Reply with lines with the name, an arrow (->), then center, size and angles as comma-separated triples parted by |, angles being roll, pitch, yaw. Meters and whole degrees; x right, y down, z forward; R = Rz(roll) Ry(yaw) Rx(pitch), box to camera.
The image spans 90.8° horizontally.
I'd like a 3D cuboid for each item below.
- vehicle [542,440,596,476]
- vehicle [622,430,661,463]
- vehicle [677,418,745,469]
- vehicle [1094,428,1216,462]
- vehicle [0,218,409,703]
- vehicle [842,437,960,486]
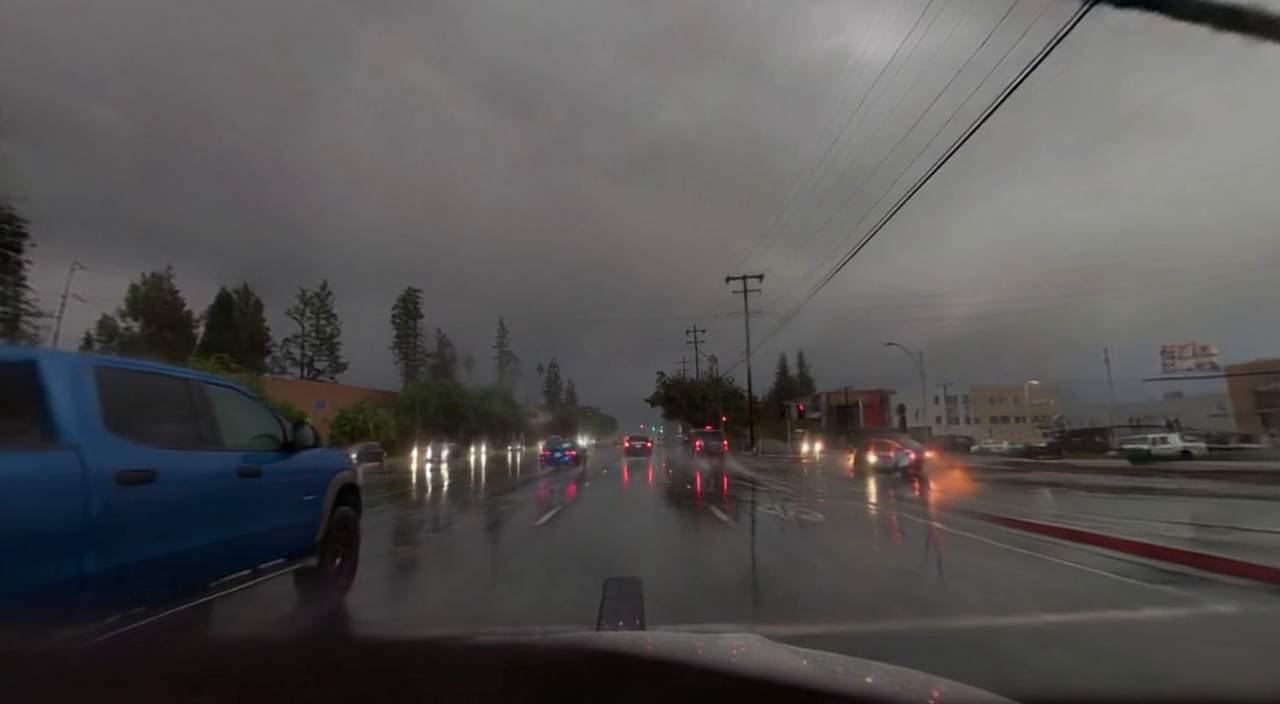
vehicle -> -3.139, 4.797, 28.783 | 1.939, 1.494, 4.499 | 0, -9, 0
vehicle -> 0.083, 6.792, 45.358 | 2.643, 2.145, 5.585 | 0, -9, 0
vehicle -> 4.040, 5.427, 37.537 | 2.905, 2.636, 6.895 | -2, -8, -2
vehicle -> 27.566, 5.013, 33.953 | 2.012, 1.701, 4.524 | 5, -10, -32
vehicle -> -3.686, 0.758, 3.593 | 2.402, 2.194, 6.051 | 0, -8, 0
vehicle -> 9.589, 4.054, 23.637 | 2.010, 1.633, 4.246 | 1, -9, -11
